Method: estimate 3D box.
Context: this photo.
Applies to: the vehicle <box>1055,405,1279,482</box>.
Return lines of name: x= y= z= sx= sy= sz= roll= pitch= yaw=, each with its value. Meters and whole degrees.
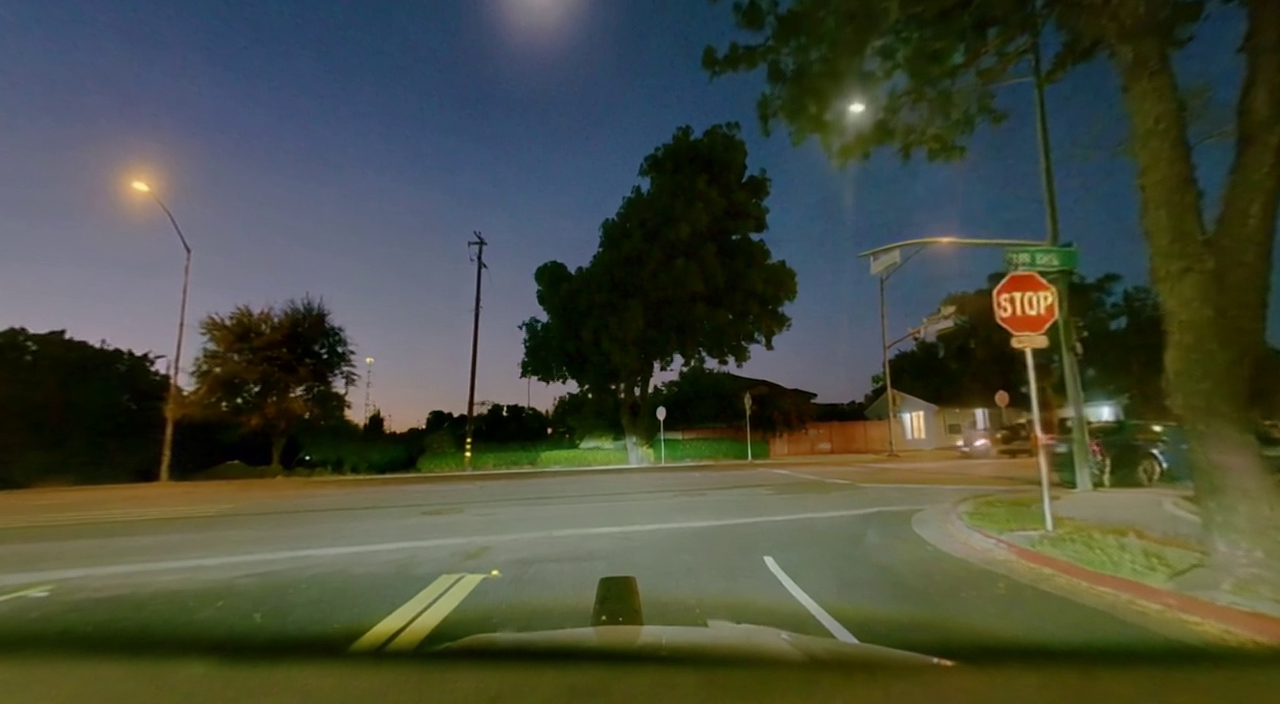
vehicle: x=12.802 y=2.209 z=15.286 sx=4.208 sy=1.685 sz=2.014 roll=1 pitch=-8 yaw=-8

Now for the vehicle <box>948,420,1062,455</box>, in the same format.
vehicle: x=16.734 y=3.929 z=29.034 sx=4.296 sy=1.499 sz=1.814 roll=1 pitch=-9 yaw=-10
